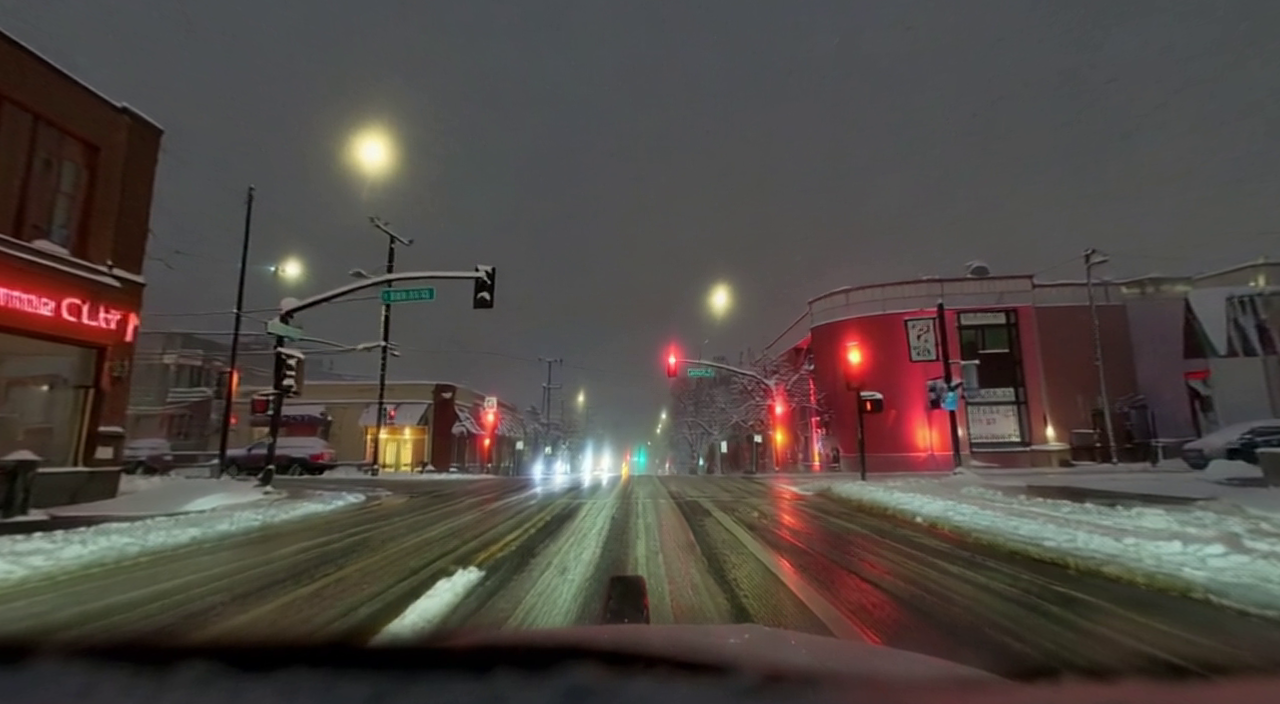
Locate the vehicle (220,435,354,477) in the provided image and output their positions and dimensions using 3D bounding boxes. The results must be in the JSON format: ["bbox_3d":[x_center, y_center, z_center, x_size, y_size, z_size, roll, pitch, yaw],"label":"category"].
[{"bbox_3d":[-17.651,5.196,31.711,5.376,1.994,2.196,0,-8,1],"label":"vehicle"}]

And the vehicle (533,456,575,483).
[{"bbox_3d":[-5.845,8.026,43.424,2.167,1.643,4.518,-1,-8,2],"label":"vehicle"}]

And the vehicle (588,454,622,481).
[{"bbox_3d":[-2.355,7.900,43.406,1.981,1.625,4.399,0,-8,1],"label":"vehicle"}]
